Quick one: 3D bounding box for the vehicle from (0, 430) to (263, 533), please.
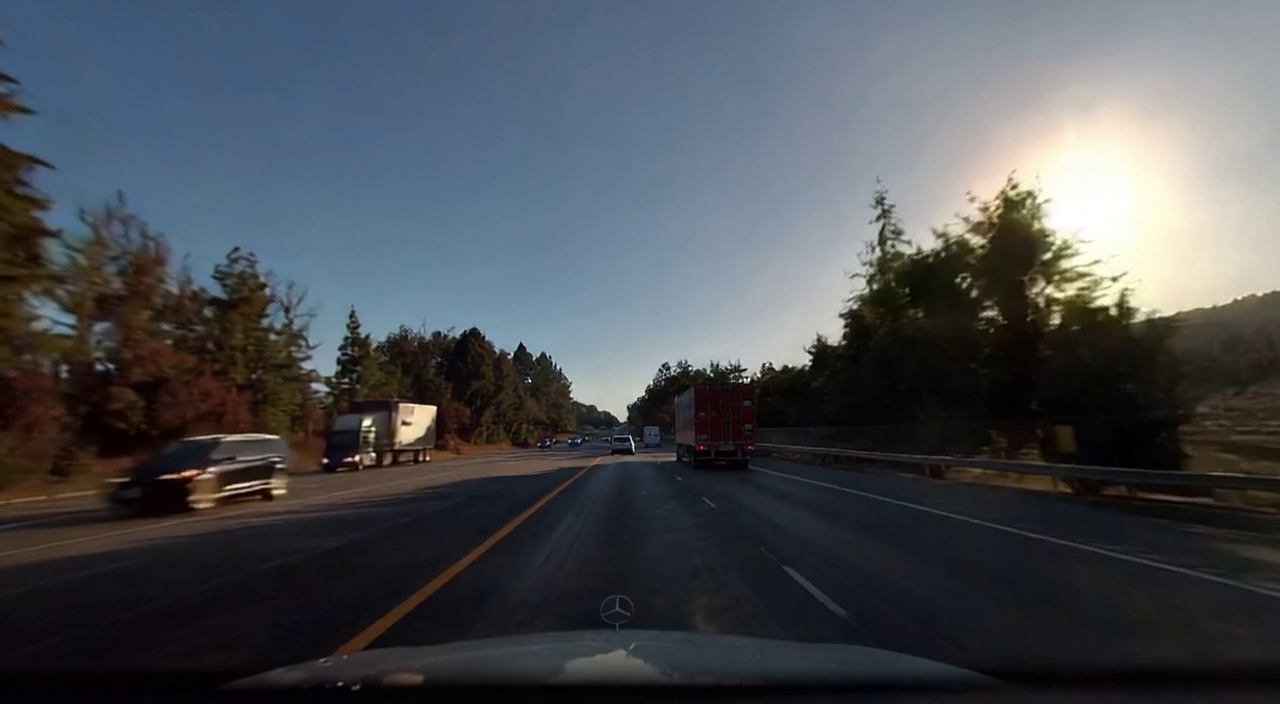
[{"bbox_3d":[-8.887,2.174,11.256,1.961,1.504,3.762,0,-8,0],"label":"vehicle"}]

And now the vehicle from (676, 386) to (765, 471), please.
[{"bbox_3d":[3.580,3.726,30.385,2.921,3.526,8.207,0,-8,-2],"label":"vehicle"}]

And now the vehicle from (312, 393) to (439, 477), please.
[{"bbox_3d":[-13.949,4.499,34.360,2.869,3.930,9.386,0,-8,0],"label":"vehicle"}]

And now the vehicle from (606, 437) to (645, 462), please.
[{"bbox_3d":[-0.874,5.993,39.013,2.259,1.466,3.693,0,-8,-1],"label":"vehicle"}]
